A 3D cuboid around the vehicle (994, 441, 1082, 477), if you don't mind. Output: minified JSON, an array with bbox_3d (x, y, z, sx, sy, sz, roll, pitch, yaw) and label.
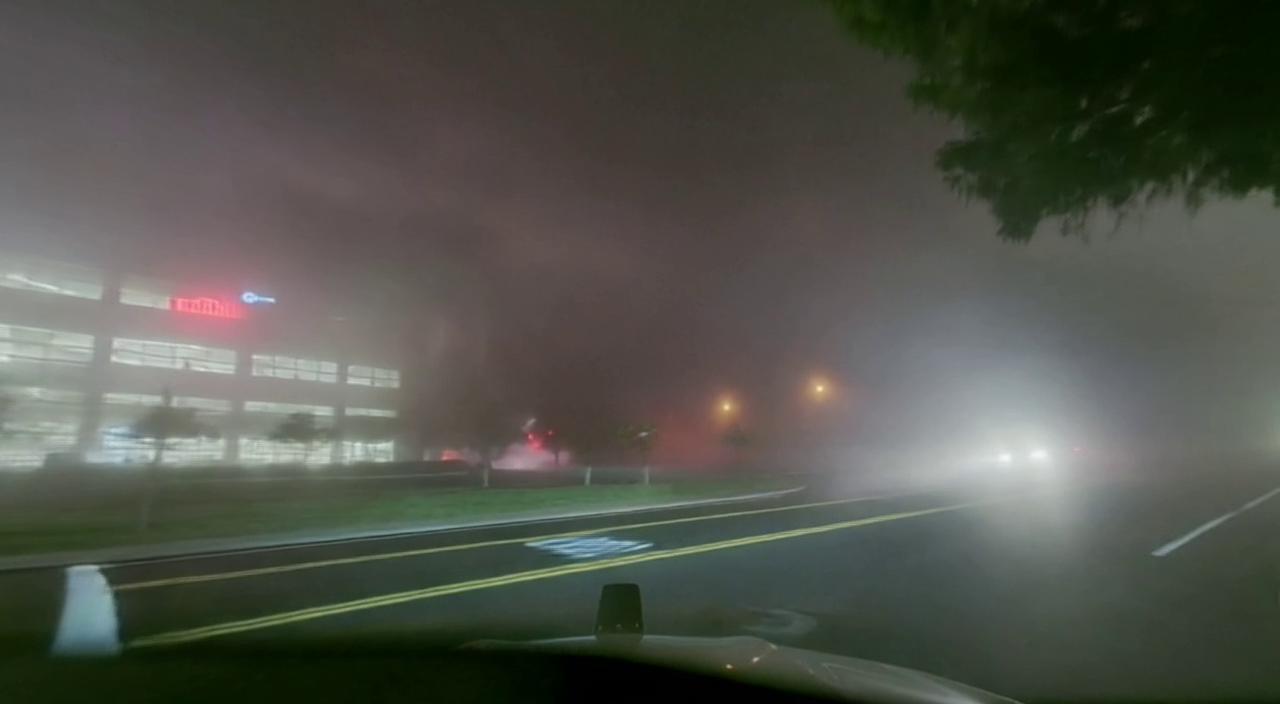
[{"bbox_3d":[17.839,4.766,28.267,4.433,1.465,1.926,7,-11,-39],"label":"vehicle"}]
